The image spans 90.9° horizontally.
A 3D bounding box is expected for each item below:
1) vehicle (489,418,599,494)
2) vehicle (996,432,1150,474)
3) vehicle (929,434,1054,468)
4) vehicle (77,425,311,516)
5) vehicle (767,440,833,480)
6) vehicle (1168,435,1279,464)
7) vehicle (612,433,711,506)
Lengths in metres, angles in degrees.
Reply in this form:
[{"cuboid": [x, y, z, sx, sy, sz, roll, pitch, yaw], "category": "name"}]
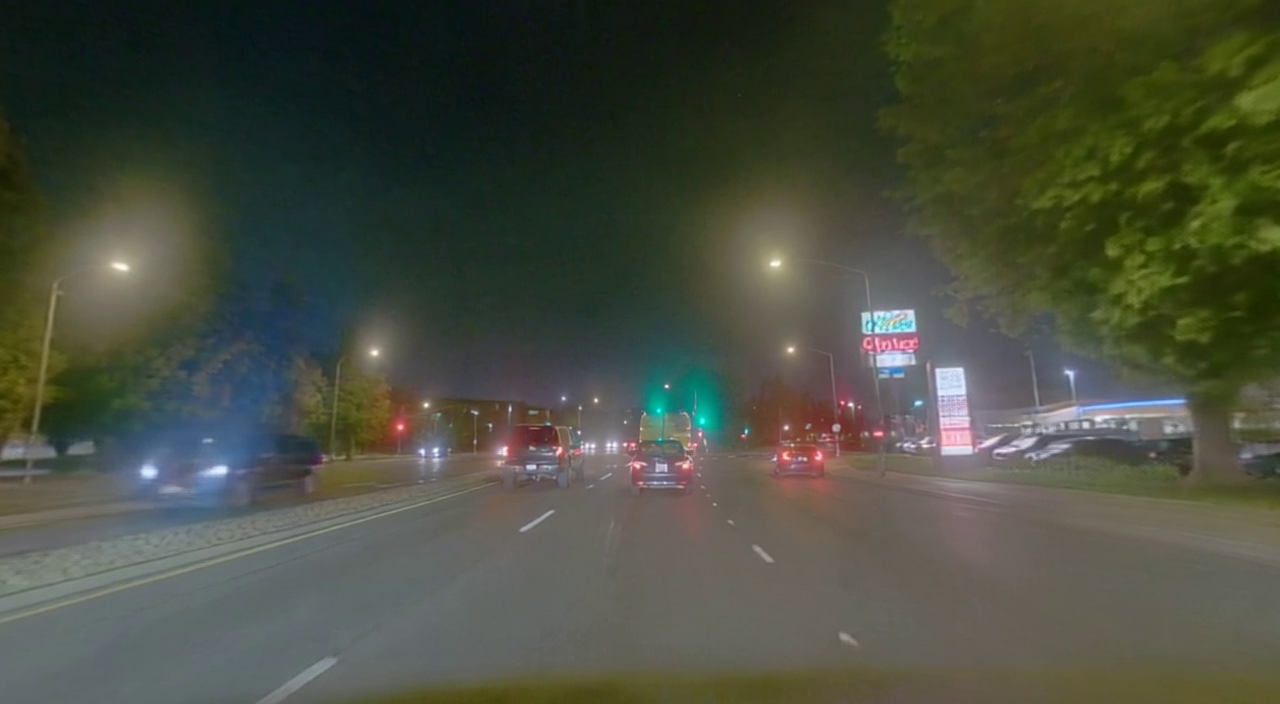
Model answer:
[{"cuboid": [-2.655, 3.068, 18.950, 2.289, 1.935, 5.227, -1, -8, 2], "category": "vehicle"}, {"cuboid": [16.202, 3.781, 23.766, 4.323, 1.496, 1.937, 0, -8, 0], "category": "vehicle"}, {"cuboid": [15.627, 4.410, 28.184, 4.436, 1.466, 1.875, 0, -8, -2], "category": "vehicle"}, {"cuboid": [-8.612, 2.304, 12.732, 1.795, 1.508, 4.057, 0, -8, -1], "category": "vehicle"}, {"cuboid": [6.462, 4.382, 25.924, 1.900, 1.507, 4.151, -1, -8, 5], "category": "vehicle"}, {"cuboid": [32.085, 5.320, 34.370, 1.903, 1.447, 4.820, 1, -9, -11], "category": "vehicle"}, {"cuboid": [0.420, 2.755, 15.232, 2.061, 1.494, 4.079, 0, -8, -1], "category": "vehicle"}]
